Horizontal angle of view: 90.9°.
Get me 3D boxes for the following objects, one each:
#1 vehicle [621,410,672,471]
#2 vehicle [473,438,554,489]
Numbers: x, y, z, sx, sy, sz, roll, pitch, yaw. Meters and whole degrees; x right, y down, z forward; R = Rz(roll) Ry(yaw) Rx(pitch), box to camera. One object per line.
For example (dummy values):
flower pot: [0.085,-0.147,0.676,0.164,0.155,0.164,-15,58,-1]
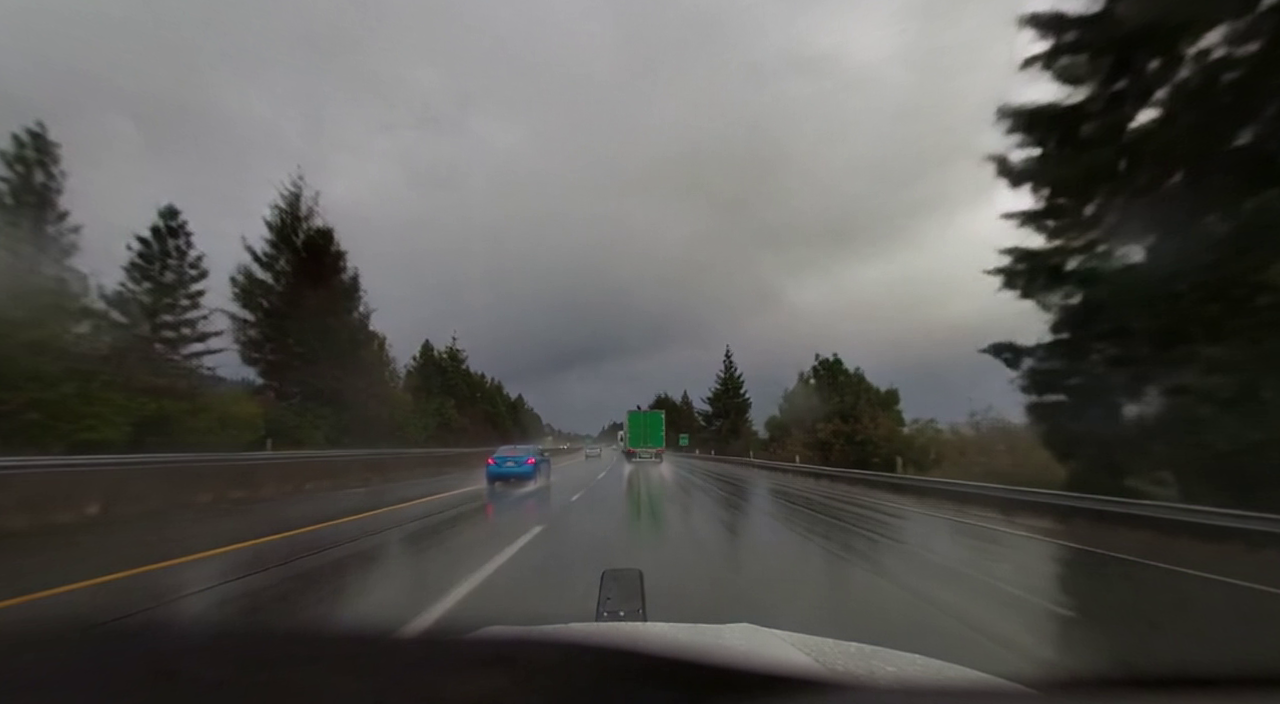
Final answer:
vehicle: [0.240,5.985,42.072,2.893,3.628,9.081,0,-9,-3]
vehicle: [-4.266,3.833,21.923,1.977,1.602,3.944,0,-9,0]
